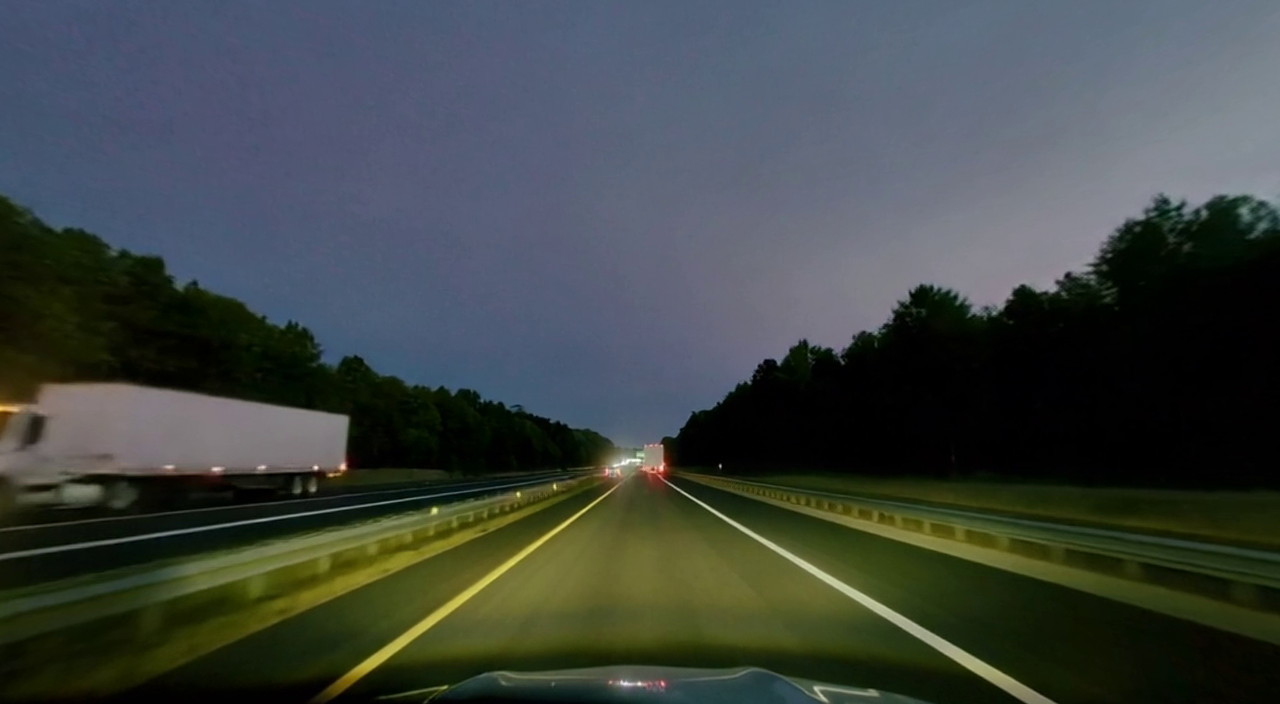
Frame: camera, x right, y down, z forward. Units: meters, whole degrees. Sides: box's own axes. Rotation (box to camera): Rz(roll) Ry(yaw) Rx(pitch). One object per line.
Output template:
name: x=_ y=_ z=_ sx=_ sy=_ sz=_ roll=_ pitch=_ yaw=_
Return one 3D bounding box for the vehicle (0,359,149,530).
vehicle: x=-16.486 y=2.370 z=15.913 sx=2.919 sy=3.961 sz=5.998 roll=1 pitch=-10 yaw=1
